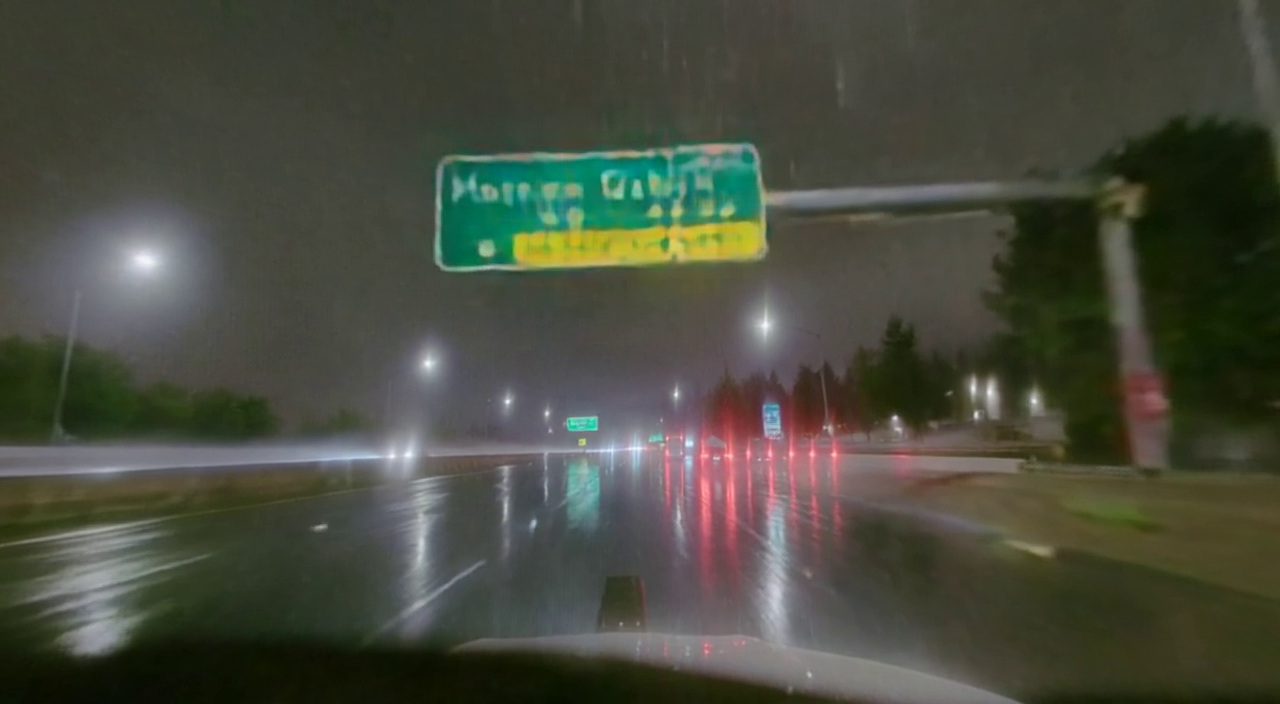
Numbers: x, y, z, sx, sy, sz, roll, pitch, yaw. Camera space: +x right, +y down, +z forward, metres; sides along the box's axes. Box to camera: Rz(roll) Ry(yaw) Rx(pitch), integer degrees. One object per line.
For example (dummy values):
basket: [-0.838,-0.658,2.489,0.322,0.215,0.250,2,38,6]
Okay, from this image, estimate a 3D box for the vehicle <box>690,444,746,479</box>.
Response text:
vehicle: [3.564,5.071,29.533,2.033,1.501,4.398,0,-9,-1]
